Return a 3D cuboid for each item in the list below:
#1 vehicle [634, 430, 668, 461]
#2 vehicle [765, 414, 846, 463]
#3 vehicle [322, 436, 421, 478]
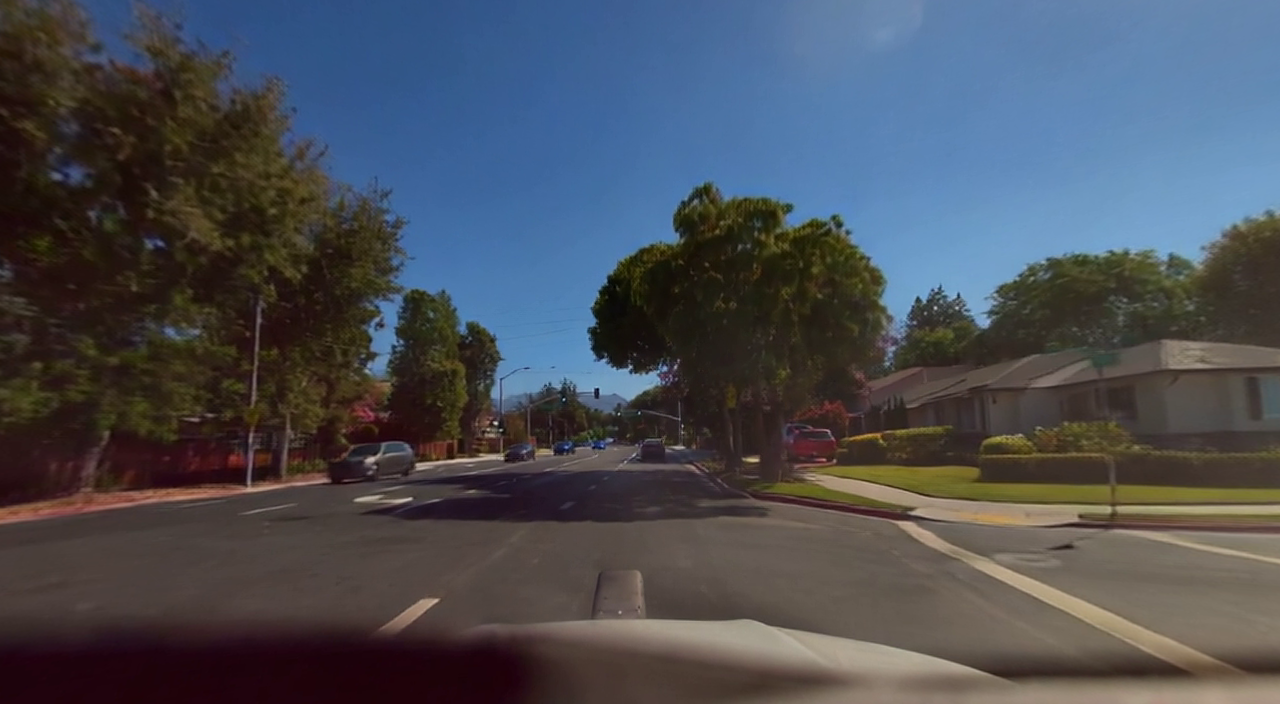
[{"bbox_3d":[0.721,6.056,40.937,2.059,1.908,4.714,0,-8,1],"label":"vehicle"},{"bbox_3d":[8.412,4.516,32.778,2.531,2.263,6.802,0,-8,1],"label":"vehicle"},{"bbox_3d":[-12.427,4.862,29.543,2.397,1.802,4.855,0,-8,1],"label":"vehicle"}]
